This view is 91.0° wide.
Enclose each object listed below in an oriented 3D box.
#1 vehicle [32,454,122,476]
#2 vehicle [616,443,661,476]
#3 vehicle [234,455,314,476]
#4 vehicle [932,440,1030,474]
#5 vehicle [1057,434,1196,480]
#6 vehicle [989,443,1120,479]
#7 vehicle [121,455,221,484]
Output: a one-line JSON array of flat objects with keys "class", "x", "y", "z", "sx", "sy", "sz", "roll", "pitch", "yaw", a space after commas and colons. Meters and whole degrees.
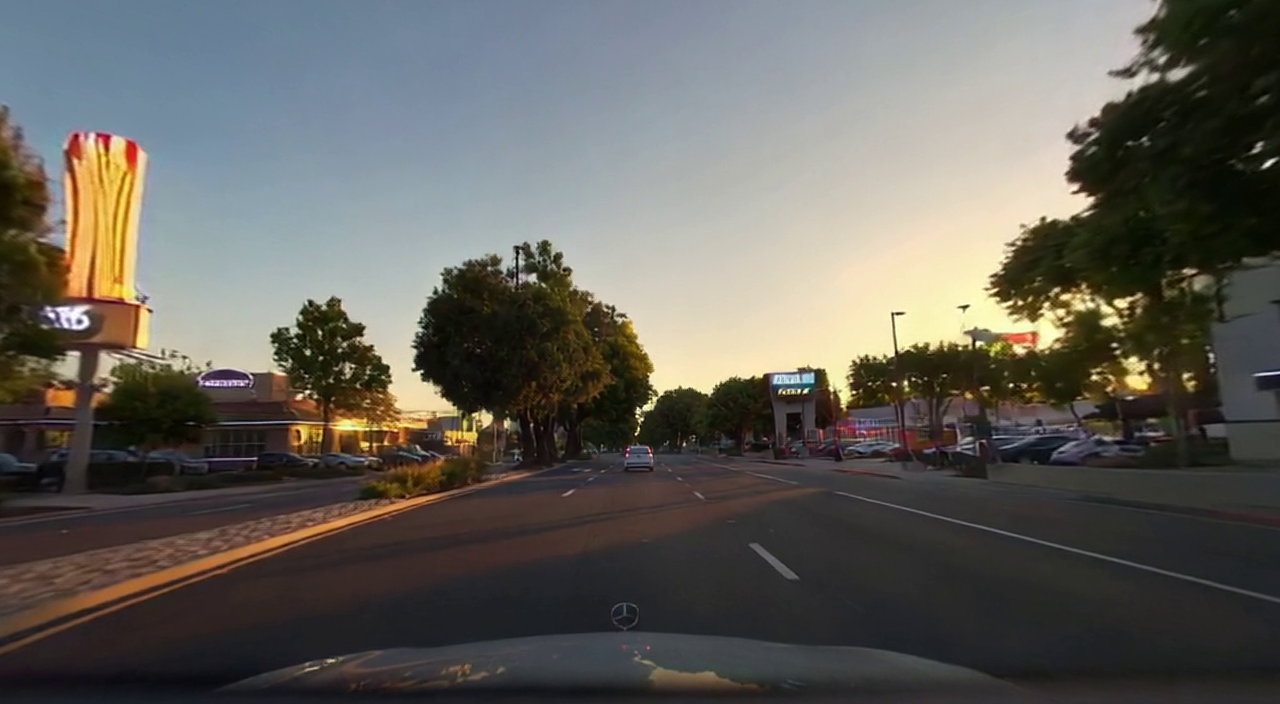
[{"class": "vehicle", "x": -39.632, "y": 7.969, "z": 44.379, "sx": 4.331, "sy": 1.467, "sz": 2.006, "roll": 0, "pitch": -9, "yaw": -1}, {"class": "vehicle", "x": -0.124, "y": 5.126, "z": 30.108, "sx": 1.998, "sy": 1.452, "sz": 3.773, "roll": 0, "pitch": -9, "yaw": -1}, {"class": "vehicle", "x": -26.924, "y": 8.332, "z": 46.430, "sx": 4.660, "sy": 1.446, "sz": 1.870, "roll": 0, "pitch": -9, "yaw": -3}, {"class": "vehicle", "x": 16.226, "y": 5.006, "z": 30.258, "sx": 1.949, "sy": 1.458, "sz": 4.865, "roll": 0, "pitch": -9, "yaw": 0}, {"class": "vehicle", "x": 19.182, "y": 4.159, "z": 25.144, "sx": 1.900, "sy": 1.639, "sz": 4.397, "roll": 0, "pitch": -9, "yaw": -2}, {"class": "vehicle", "x": 16.465, "y": 4.354, "z": 25.353, "sx": 1.860, "sy": 1.276, "sz": 4.671, "roll": 0, "pitch": -9, "yaw": -4}, {"class": "vehicle", "x": -27.177, "y": 6.805, "z": 36.568, "sx": 4.355, "sy": 1.504, "sz": 1.874, "roll": -2, "pitch": -9, "yaw": 1}]
